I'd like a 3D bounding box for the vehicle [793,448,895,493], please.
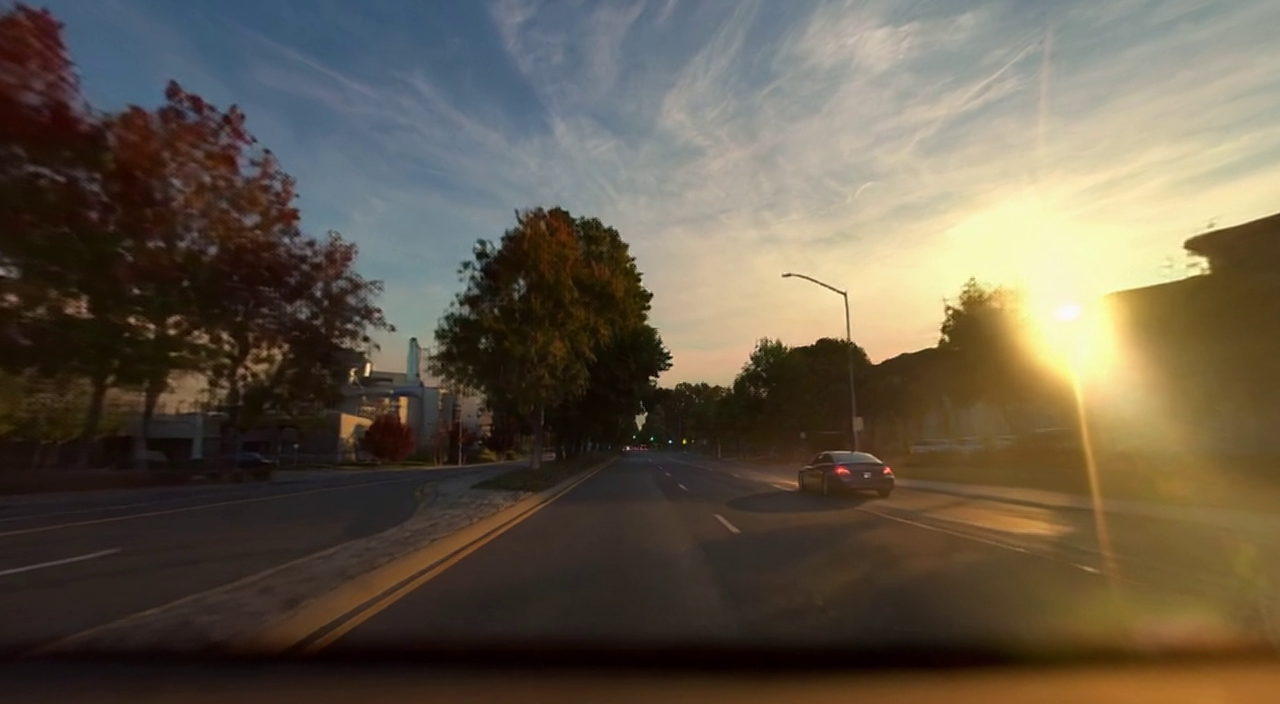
[{"bbox_3d":[7.084,4.156,22.452,2.054,1.421,4.487,0,-9,-1],"label":"vehicle"}]
